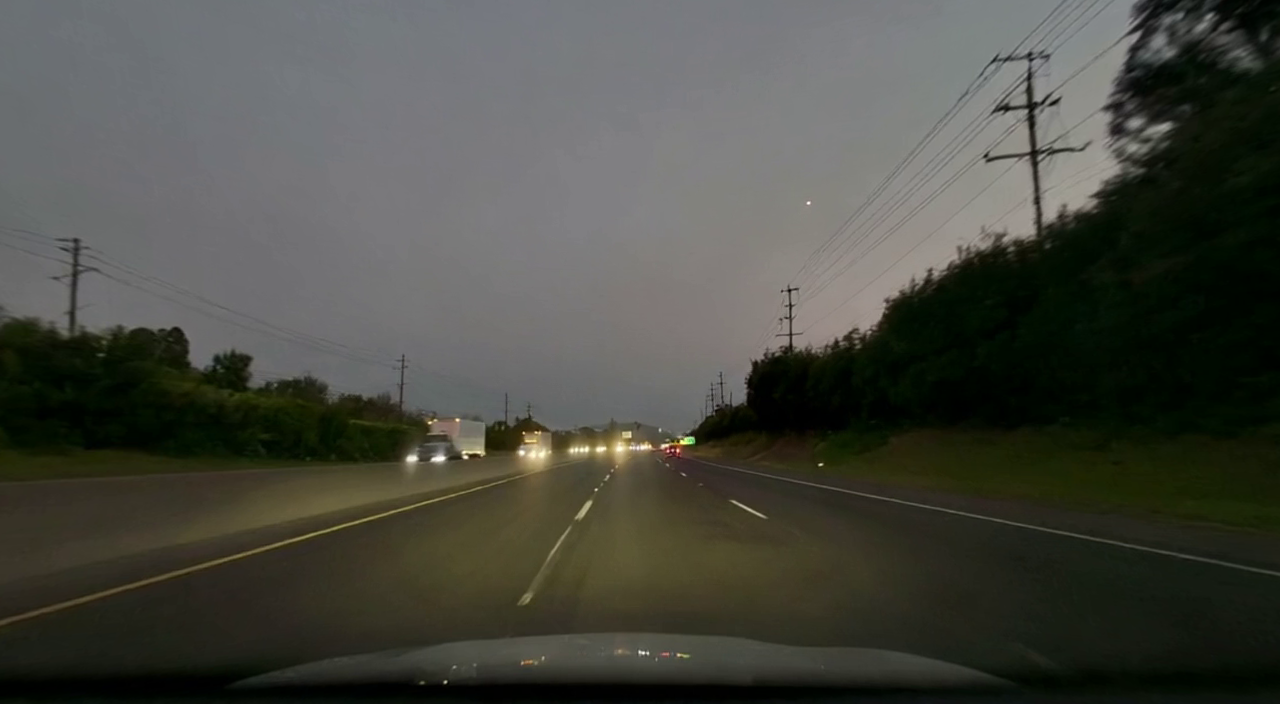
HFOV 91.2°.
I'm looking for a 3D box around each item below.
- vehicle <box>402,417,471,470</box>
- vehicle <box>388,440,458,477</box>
[{"bbox_3d":[-15.306,6.962,47.632,3.119,3.694,5.532,0,-9,2],"label":"vehicle"},{"bbox_3d":[-11.576,5.697,33.793,2.052,1.796,4.970,0,-9,-1],"label":"vehicle"}]
